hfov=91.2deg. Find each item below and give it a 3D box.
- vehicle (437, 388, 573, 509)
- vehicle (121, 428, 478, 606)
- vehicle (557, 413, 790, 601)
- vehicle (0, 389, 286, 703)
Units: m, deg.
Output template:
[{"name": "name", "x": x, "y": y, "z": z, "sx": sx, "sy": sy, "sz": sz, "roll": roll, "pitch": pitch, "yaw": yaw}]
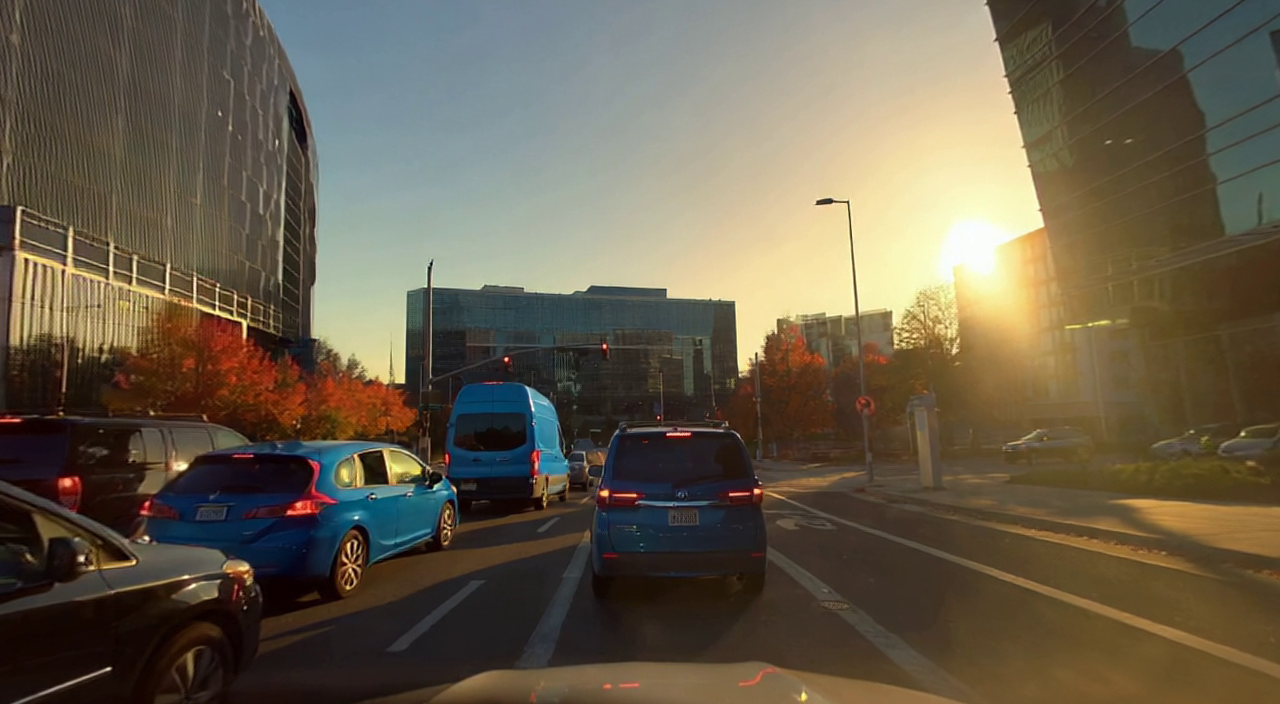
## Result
[{"name": "vehicle", "x": -3.251, "y": 2.546, "z": 16.603, "sx": 2.343, "sy": 2.635, "sz": 5.684, "roll": 0, "pitch": -9, "yaw": 0}, {"name": "vehicle", "x": -3.485, "y": 1.756, "z": 7.569, "sx": 1.955, "sy": 1.499, "sz": 4.223, "roll": 0, "pitch": -9, "yaw": 0}, {"name": "vehicle", "x": 0.202, "y": 1.597, "z": 7.216, "sx": 1.979, "sy": 1.562, "sz": 3.630, "roll": 0, "pitch": -9, "yaw": -3}, {"name": "vehicle", "x": -2.899, "y": 0.814, "z": 1.522, "sx": 1.893, "sy": 1.491, "sz": 3.798, "roll": 0, "pitch": -9, "yaw": -1}]
